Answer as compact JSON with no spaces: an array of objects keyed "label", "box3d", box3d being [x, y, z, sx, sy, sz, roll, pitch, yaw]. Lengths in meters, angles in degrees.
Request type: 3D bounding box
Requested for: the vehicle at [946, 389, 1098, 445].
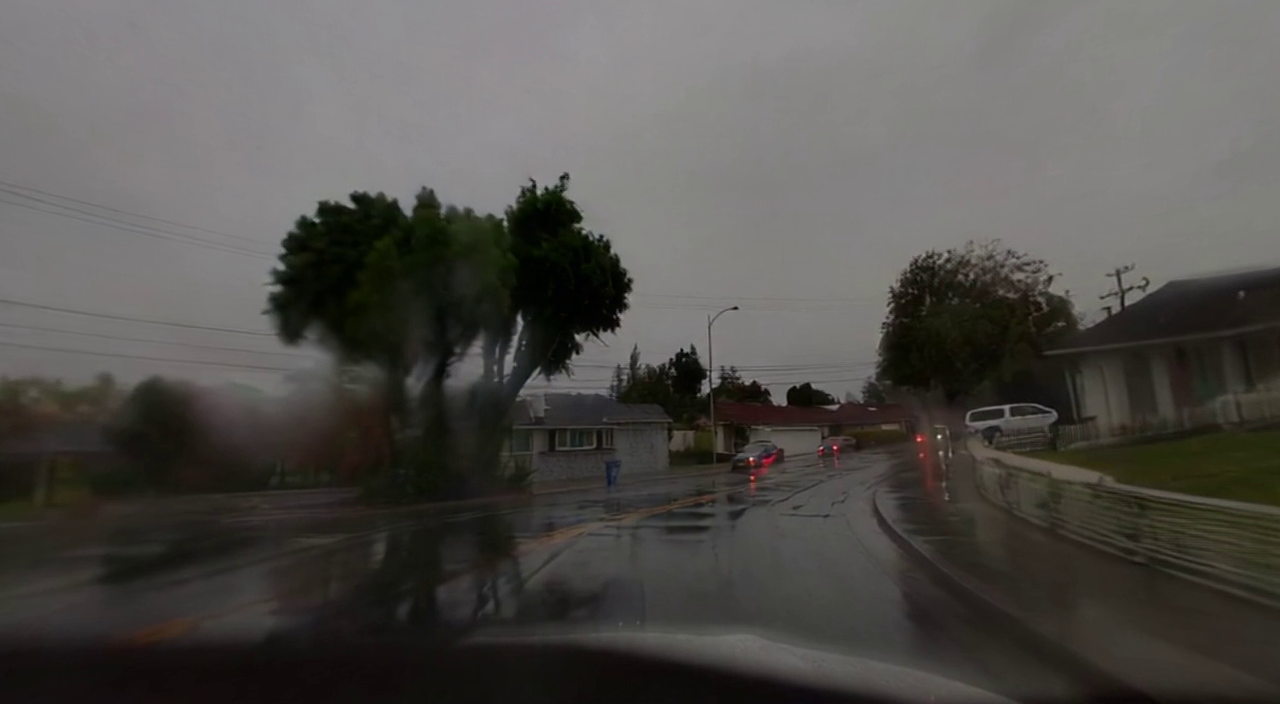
[{"label":"vehicle","box3d":[16.053,2.856,26.774,5.011,2.014,2.056,-9,-13,42]}]
